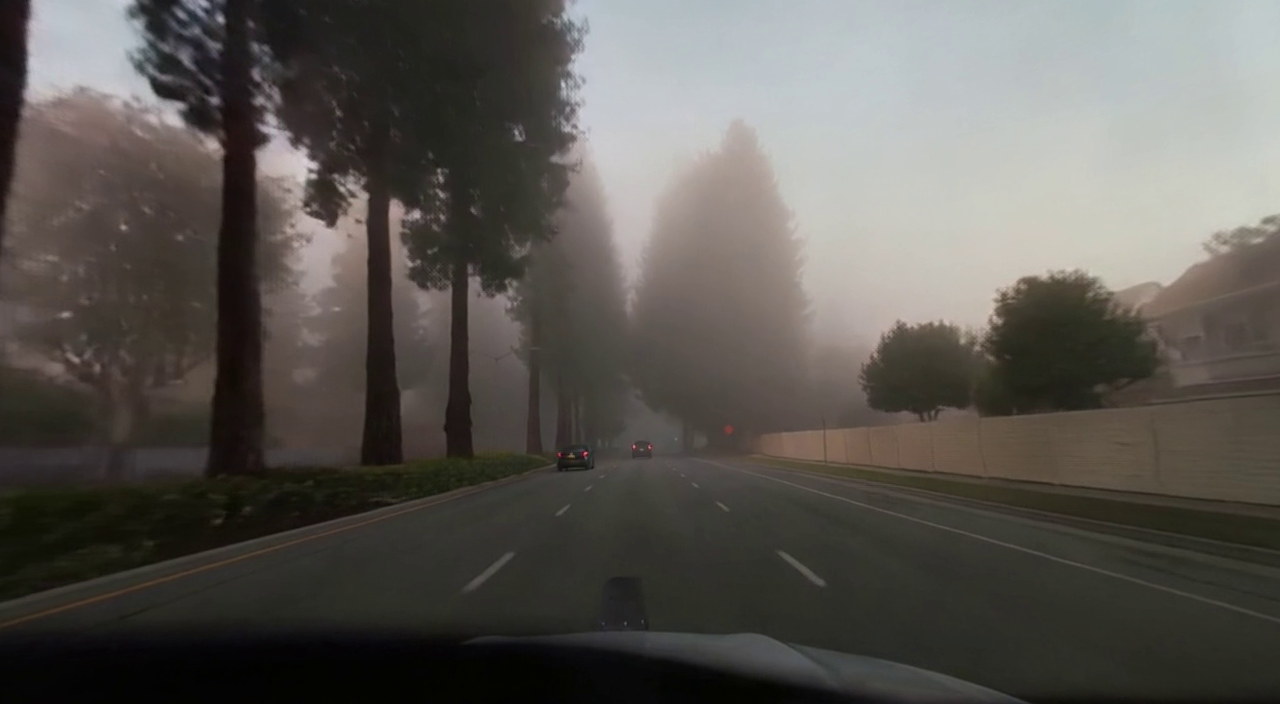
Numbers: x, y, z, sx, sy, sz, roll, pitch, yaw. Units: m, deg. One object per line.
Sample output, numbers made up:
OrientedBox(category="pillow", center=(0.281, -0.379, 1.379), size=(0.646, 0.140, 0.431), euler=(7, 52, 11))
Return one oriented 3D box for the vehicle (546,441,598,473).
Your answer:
OrientedBox(category="vehicle", center=(-3.212, 5.088, 30.742), size=(2.021, 1.466, 4.330), euler=(0, -9, 1))
